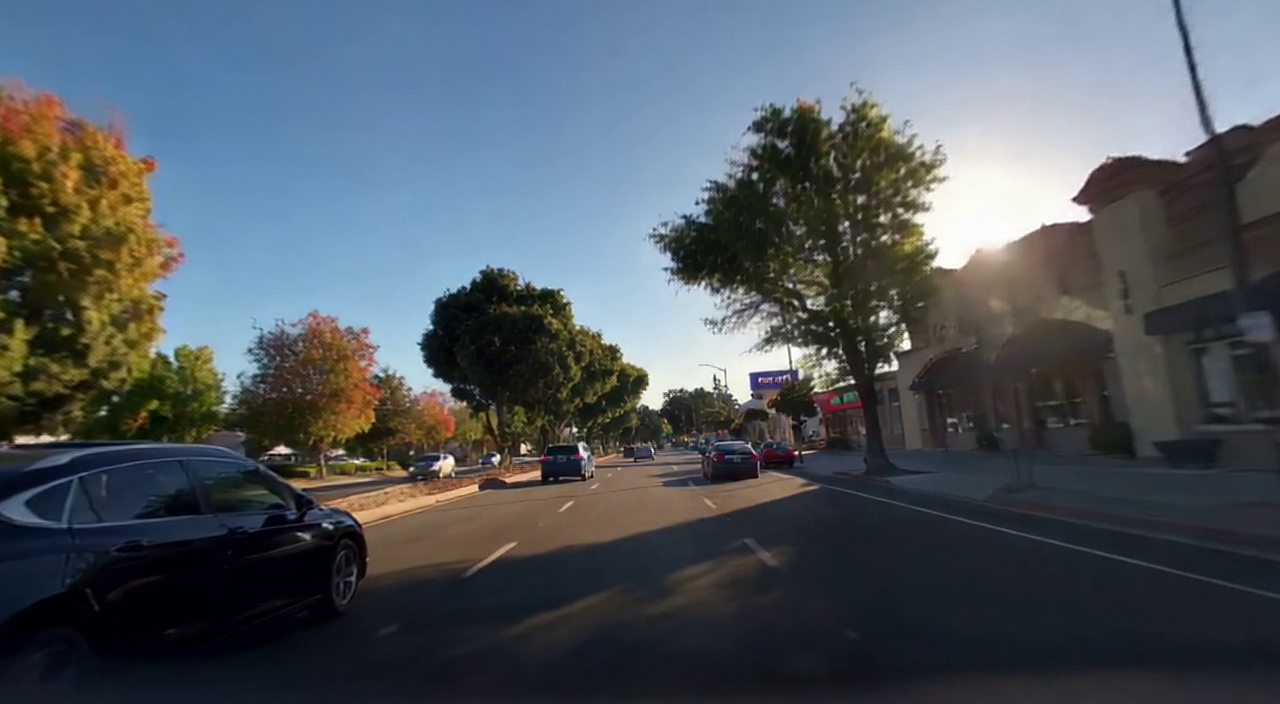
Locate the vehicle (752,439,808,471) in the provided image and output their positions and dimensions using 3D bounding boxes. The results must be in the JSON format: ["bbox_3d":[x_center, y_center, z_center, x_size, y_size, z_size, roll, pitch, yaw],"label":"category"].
[{"bbox_3d":[7.684,5.698,35.075,2.089,1.678,4.725,0,-9,1],"label":"vehicle"}]

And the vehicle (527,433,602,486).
[{"bbox_3d":[-2.746,4.055,23.986,2.193,1.788,4.603,0,-9,1],"label":"vehicle"}]

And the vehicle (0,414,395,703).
[{"bbox_3d":[-3.241,1.107,3.212,1.956,1.460,4.802,0,-9,1],"label":"vehicle"}]

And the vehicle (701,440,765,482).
[{"bbox_3d":[3.603,4.306,25.185,1.904,1.490,4.299,0,-9,0],"label":"vehicle"}]
